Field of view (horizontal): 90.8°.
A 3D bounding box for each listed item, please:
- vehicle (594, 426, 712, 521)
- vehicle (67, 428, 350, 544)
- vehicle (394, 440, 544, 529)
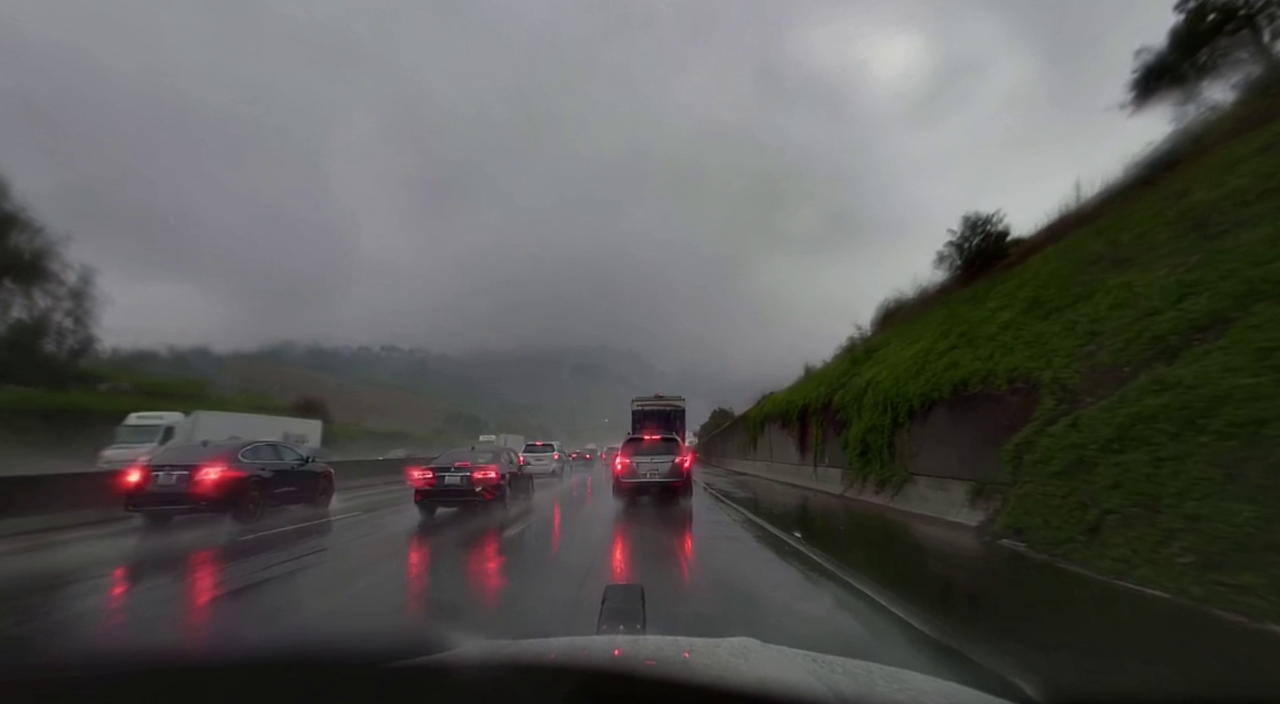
[{"bbox_3d":[0.227,2.704,14.564,2.210,1.760,5.303,0,-9,-1],"label":"vehicle"},{"bbox_3d":[-7.469,2.347,11.695,1.986,1.700,4.558,0,-9,0],"label":"vehicle"},{"bbox_3d":[-3.253,2.601,12.886,1.917,1.506,3.949,0,-9,1],"label":"vehicle"}]
